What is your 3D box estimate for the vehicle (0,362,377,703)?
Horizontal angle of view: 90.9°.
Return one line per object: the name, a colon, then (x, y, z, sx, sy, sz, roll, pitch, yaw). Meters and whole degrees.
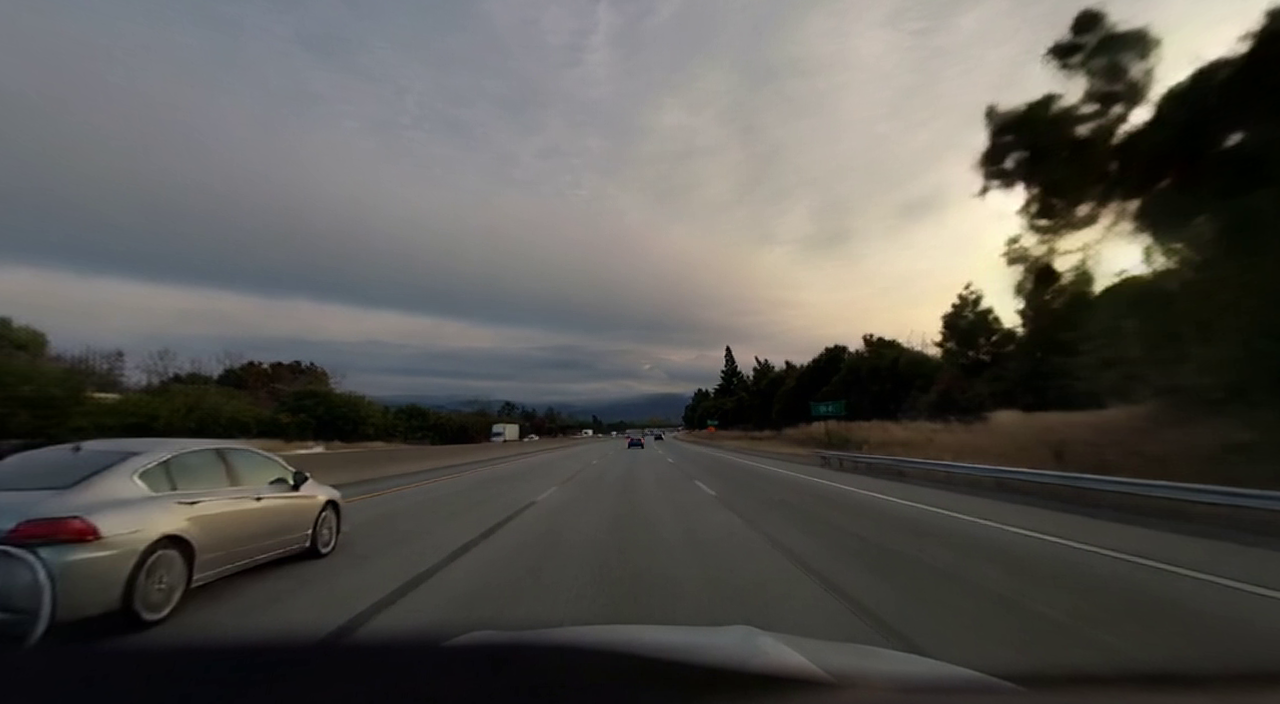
vehicle: (-4.028, 1.151, 4.945, 2.064, 1.647, 4.381, 0, -8, -1)
